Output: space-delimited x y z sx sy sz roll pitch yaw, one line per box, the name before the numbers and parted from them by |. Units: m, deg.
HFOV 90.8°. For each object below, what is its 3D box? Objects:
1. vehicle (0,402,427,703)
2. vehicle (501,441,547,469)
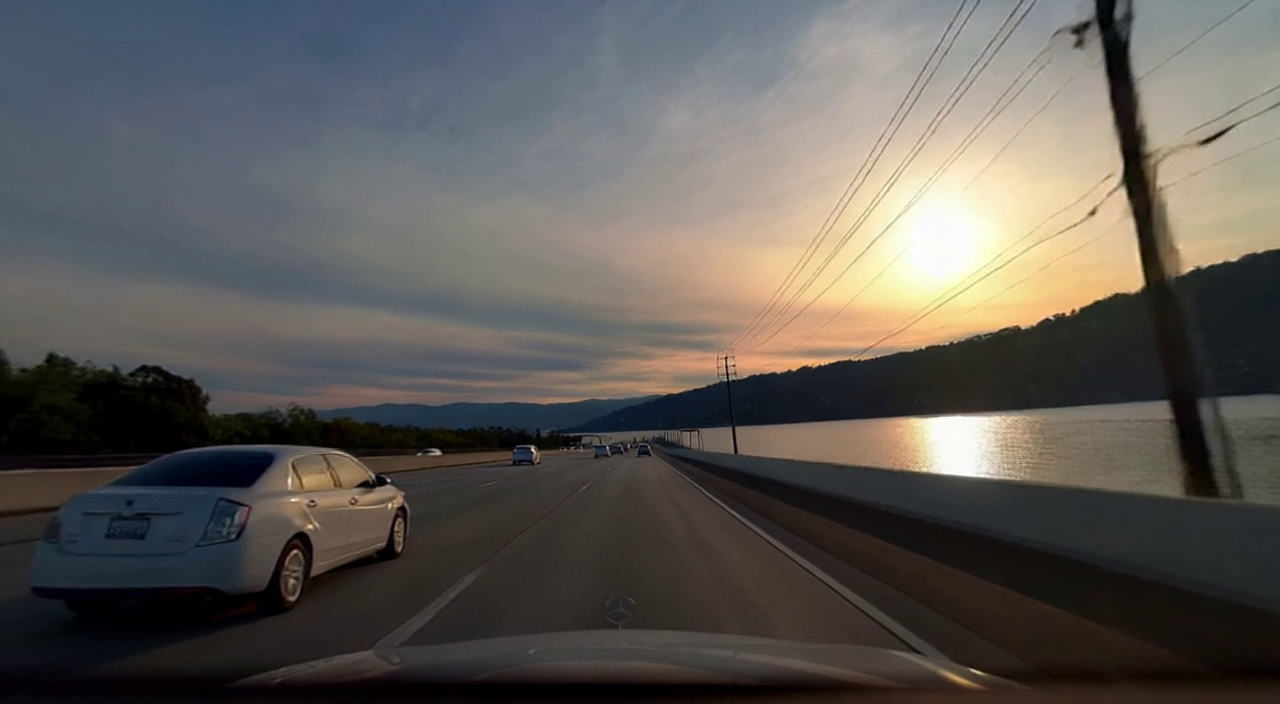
vehicle | -3.513 1.316 5.048 2.015 1.501 4.454 0 -9 1
vehicle | -7.382 6.590 40.551 2.050 1.717 4.418 0 -9 1
